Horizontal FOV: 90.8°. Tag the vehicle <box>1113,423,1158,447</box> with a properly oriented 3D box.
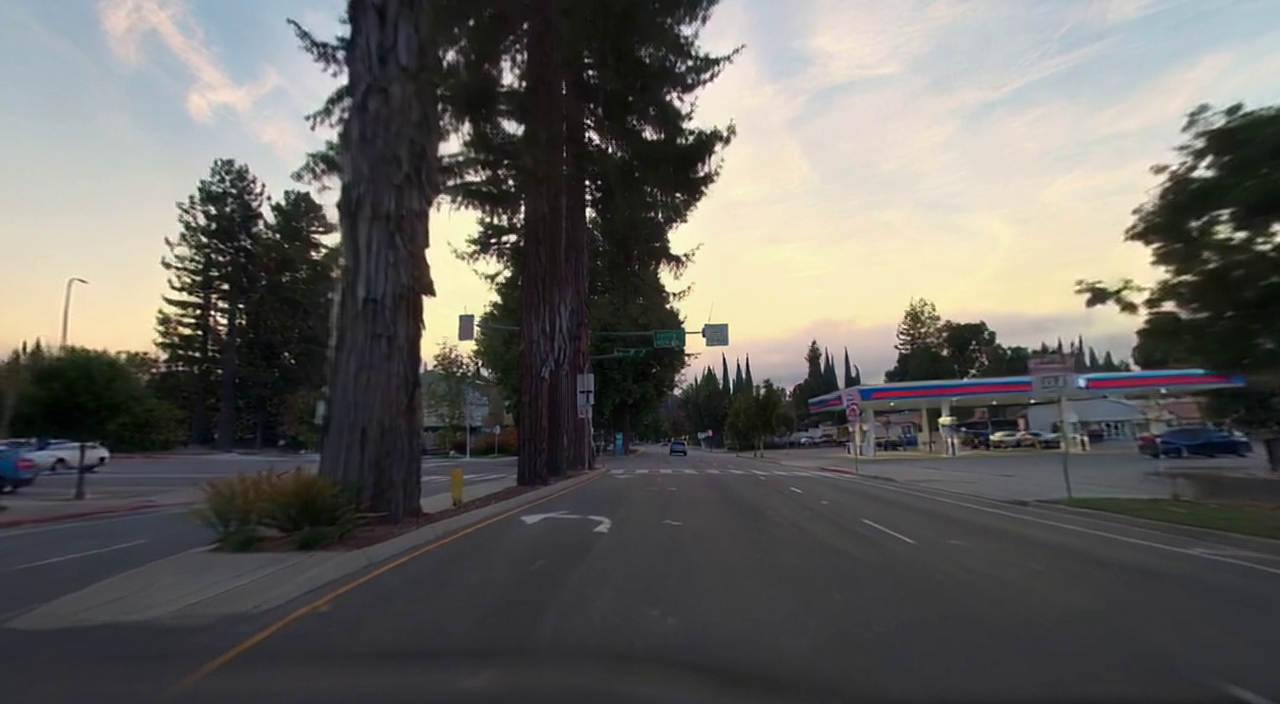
[{"bbox_3d":[36.931,6.193,47.049,3.928,1.684,1.912,8,-12,-43],"label":"vehicle"}]

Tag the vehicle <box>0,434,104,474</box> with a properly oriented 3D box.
[{"bbox_3d":[-31.586,5.384,33.475,4.847,1.872,2.114,-4,-7,9],"label":"vehicle"}]

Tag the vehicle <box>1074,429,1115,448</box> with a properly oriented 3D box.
[{"bbox_3d":[34.826,6.635,48.320,3.931,1.422,1.771,8,-12,-44],"label":"vehicle"}]

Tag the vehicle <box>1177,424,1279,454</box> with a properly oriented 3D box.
[{"bbox_3d":[30.493,4.444,32.159,1.885,1.446,4.469,7,-11,-41],"label":"vehicle"}]
